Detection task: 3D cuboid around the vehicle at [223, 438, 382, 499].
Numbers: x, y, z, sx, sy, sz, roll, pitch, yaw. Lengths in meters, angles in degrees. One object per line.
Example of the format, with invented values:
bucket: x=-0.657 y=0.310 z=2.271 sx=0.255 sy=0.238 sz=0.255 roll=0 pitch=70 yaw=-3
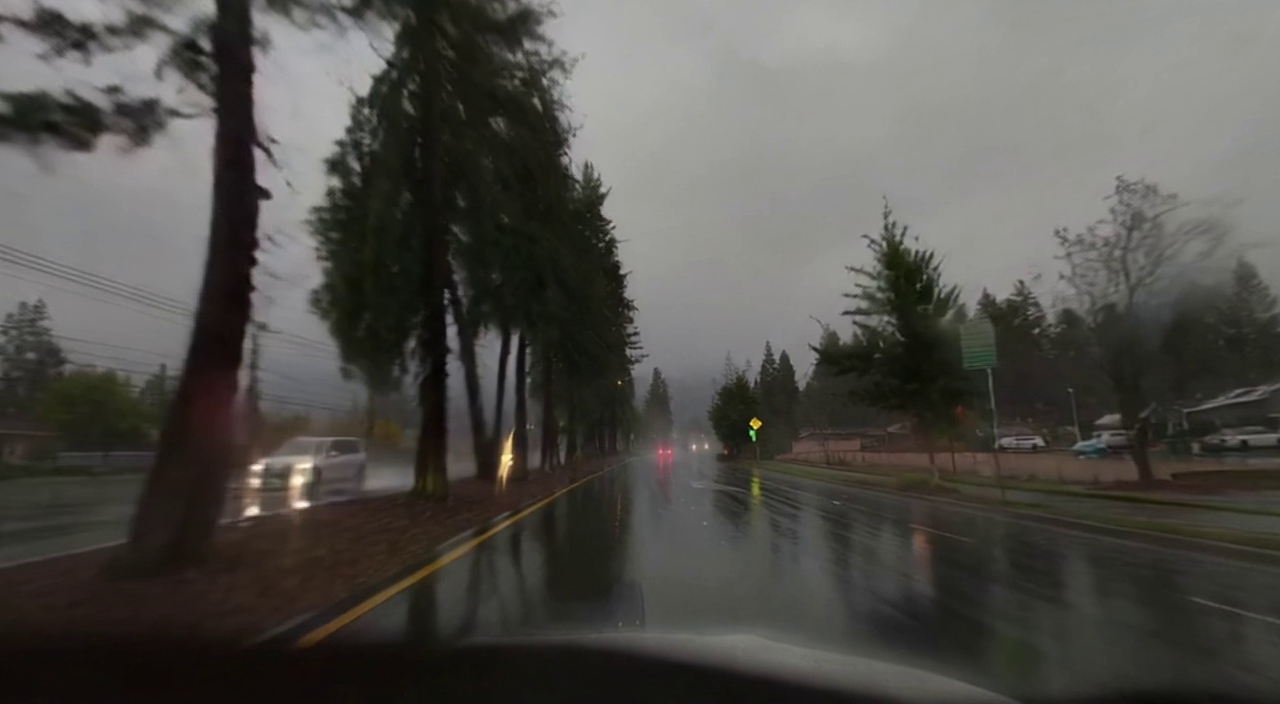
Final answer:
vehicle: x=-10.061 y=3.488 z=19.391 sx=2.181 sy=1.635 sz=4.542 roll=0 pitch=-9 yaw=3
